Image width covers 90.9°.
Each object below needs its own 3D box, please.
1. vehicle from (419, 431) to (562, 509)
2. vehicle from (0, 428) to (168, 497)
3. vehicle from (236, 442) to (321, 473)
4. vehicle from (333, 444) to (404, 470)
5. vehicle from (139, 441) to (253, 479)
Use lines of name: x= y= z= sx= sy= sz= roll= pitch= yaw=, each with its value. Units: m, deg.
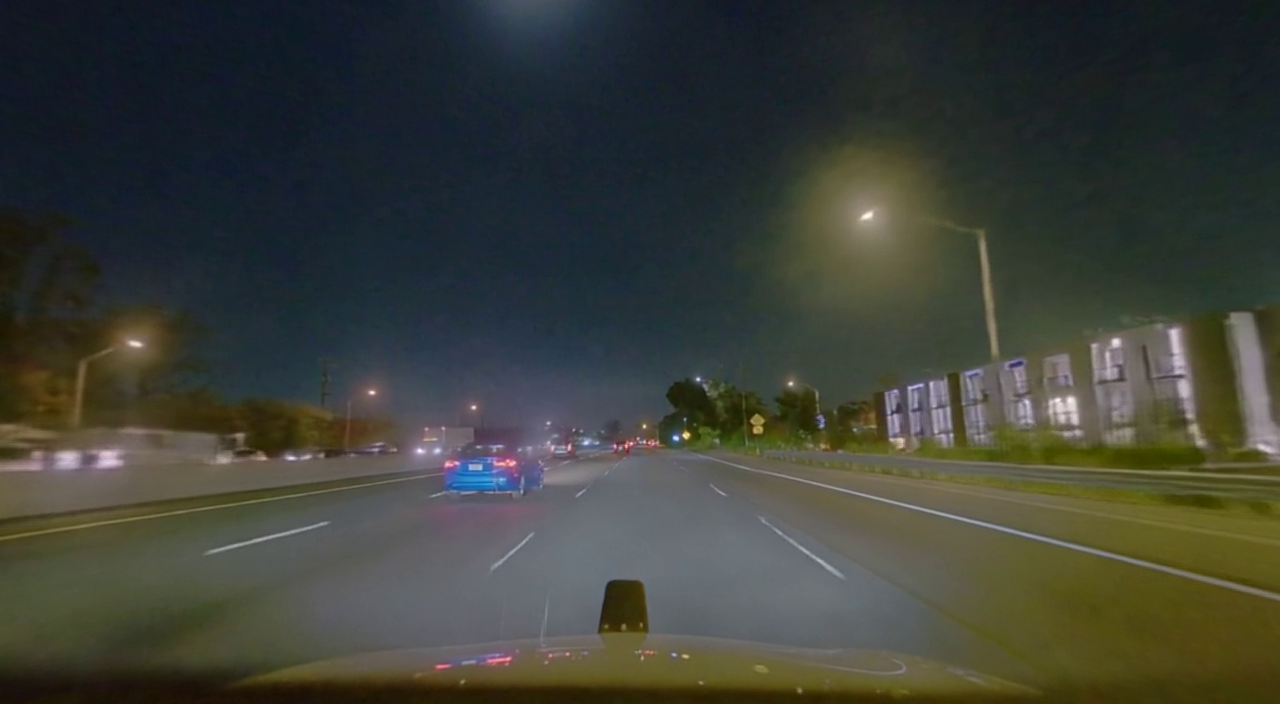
vehicle: x=-3.373 y=2.778 z=15.409 sx=2.144 sy=1.565 sz=4.951 roll=0 pitch=-8 yaw=2
vehicle: x=-16.837 y=3.142 z=18.342 sx=2.020 sy=1.706 sz=5.332 roll=0 pitch=-8 yaw=1
vehicle: x=-20.319 y=5.938 z=35.684 sx=1.985 sy=1.621 sz=4.515 roll=0 pitch=-8 yaw=2
vehicle: x=-16.500 y=6.377 z=38.605 sx=1.980 sy=1.500 sz=4.894 roll=-1 pitch=-8 yaw=2
vehicle: x=-24.373 y=5.921 z=34.961 sx=2.127 sy=1.870 sz=5.629 roll=0 pitch=-8 yaw=2
